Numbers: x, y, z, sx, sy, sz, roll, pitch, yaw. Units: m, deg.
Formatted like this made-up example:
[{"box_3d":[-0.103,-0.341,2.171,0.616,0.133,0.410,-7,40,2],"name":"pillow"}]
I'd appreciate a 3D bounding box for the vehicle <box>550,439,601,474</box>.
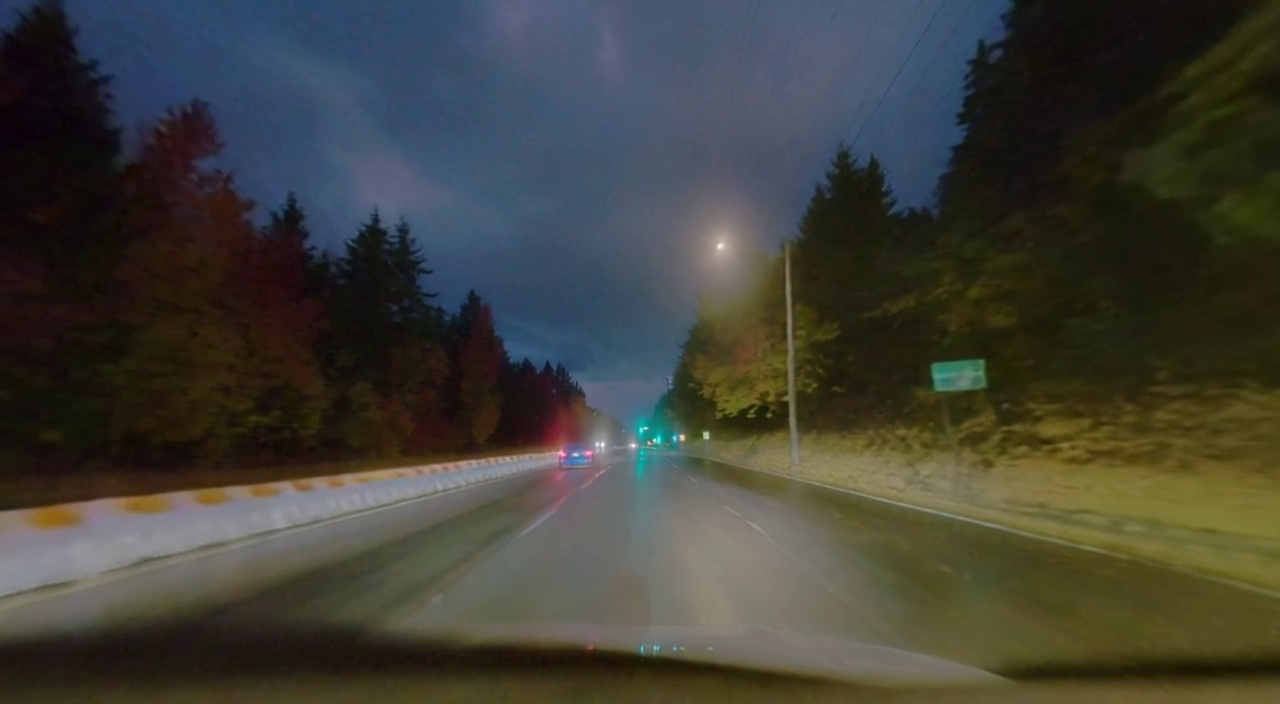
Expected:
[{"box_3d":[-2.947,4.857,29.421,1.902,1.505,4.016,0,-8,1],"name":"vehicle"}]
